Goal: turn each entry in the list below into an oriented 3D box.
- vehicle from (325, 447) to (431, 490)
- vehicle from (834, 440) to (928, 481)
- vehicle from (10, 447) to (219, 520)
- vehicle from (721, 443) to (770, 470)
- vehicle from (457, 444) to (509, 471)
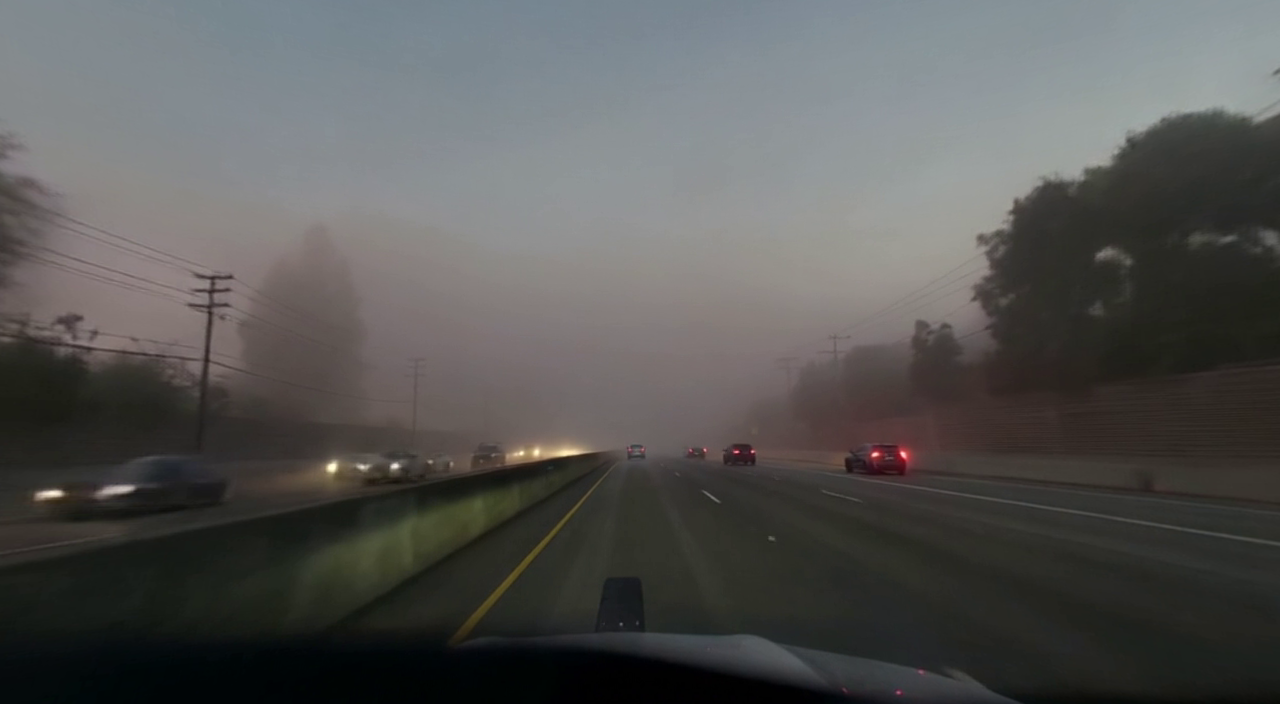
[{"bbox_3d":[-10.038,4.469,24.664,2.259,1.507,4.362,0,-9,0],"label":"vehicle"},{"bbox_3d":[9.717,4.391,25.897,1.969,1.506,4.422,0,-9,-1],"label":"vehicle"},{"bbox_3d":[-13.134,3.242,16.195,1.843,1.602,4.040,0,-9,0],"label":"vehicle"},{"bbox_3d":[6.313,6.298,38.268,2.069,1.520,4.614,0,-9,-1],"label":"vehicle"},{"bbox_3d":[-10.246,6.890,41.585,2.225,1.643,4.403,0,-8,1],"label":"vehicle"}]
